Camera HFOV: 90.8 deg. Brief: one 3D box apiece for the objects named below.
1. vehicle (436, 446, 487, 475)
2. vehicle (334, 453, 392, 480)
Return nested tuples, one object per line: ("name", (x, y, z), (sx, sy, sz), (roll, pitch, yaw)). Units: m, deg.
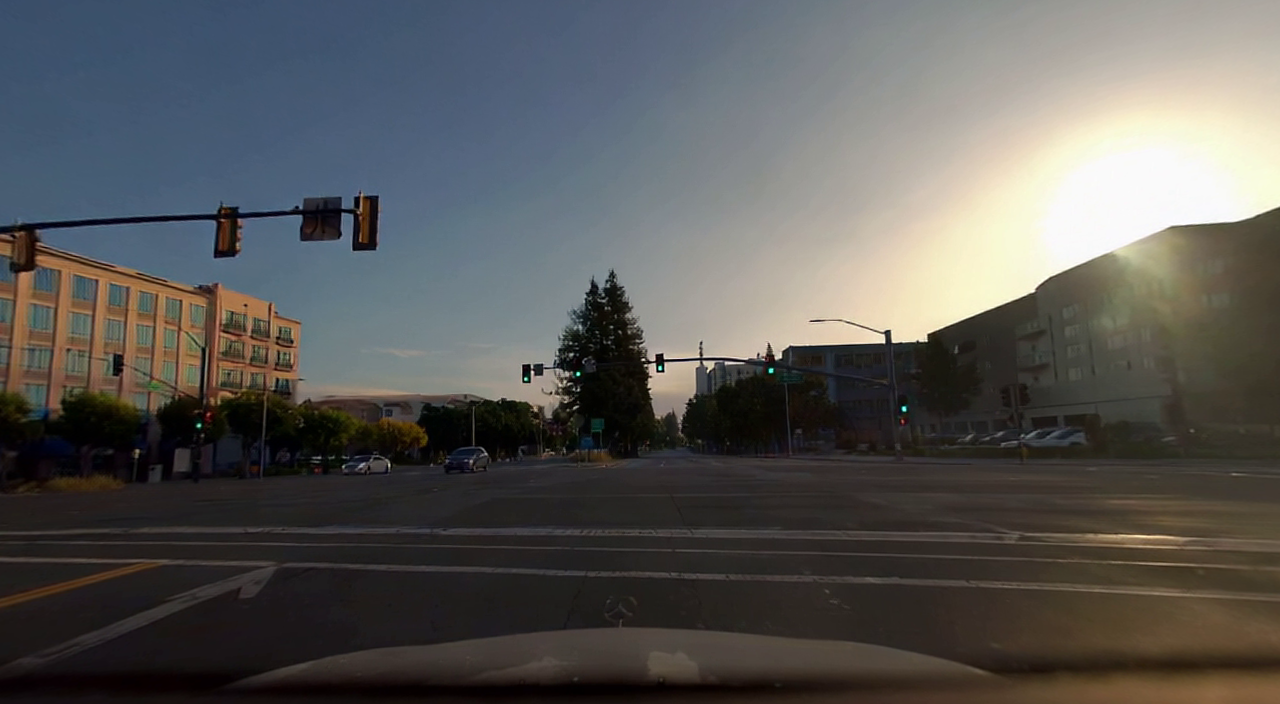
("vehicle", (-12.188, 7.416, 43.479), (2.151, 1.847, 4.634), (0, -9, 1))
("vehicle", (-18.842, 7.792, 43.185), (1.933, 1.664, 4.255), (0, -9, 1))
